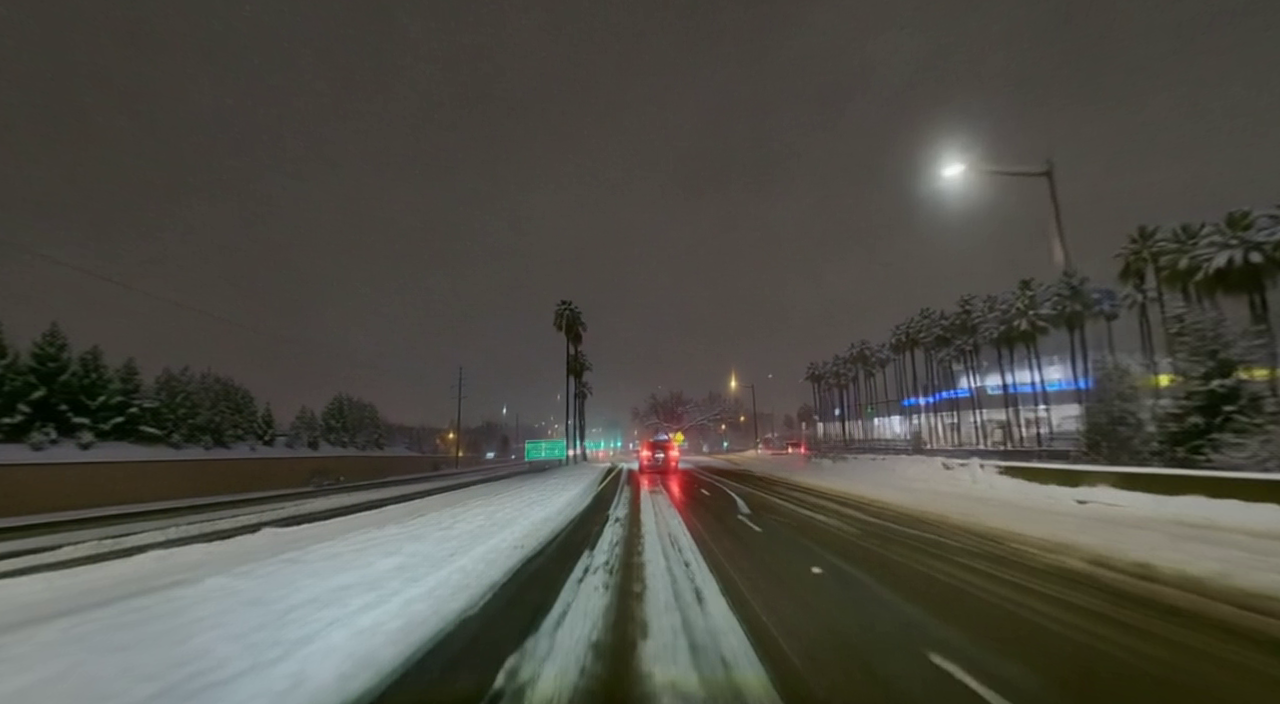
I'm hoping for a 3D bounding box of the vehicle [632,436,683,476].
[{"bbox_3d":[0.717,4.844,29.479,2.089,1.718,4.193,0,-9,-2],"label":"vehicle"}]
